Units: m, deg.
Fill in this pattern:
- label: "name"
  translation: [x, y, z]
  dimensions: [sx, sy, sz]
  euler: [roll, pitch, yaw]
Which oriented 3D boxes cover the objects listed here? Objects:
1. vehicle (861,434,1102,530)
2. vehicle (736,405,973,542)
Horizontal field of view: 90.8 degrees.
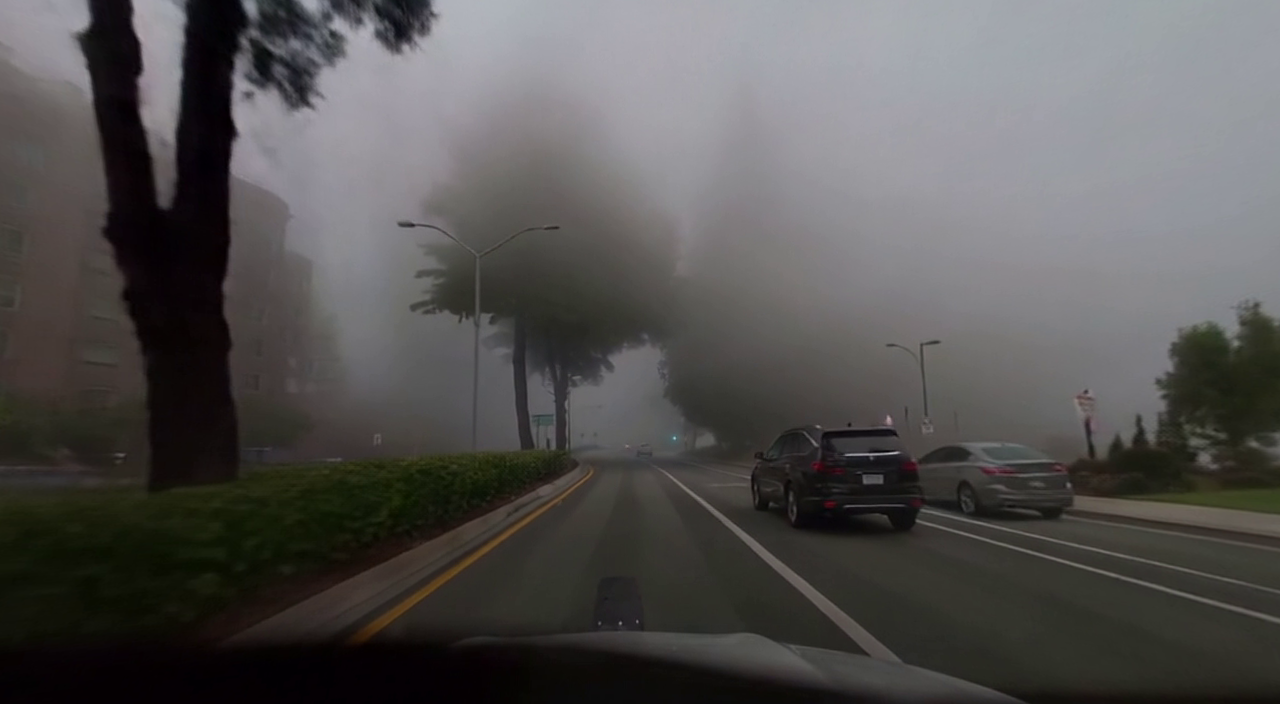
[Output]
- label: "vehicle"
  translation: [6.408, 2.483, 12.798]
  dimensions: [2.088, 1.524, 5.085]
  euler: [0, -9, 1]
- label: "vehicle"
  translation: [3.537, 2.162, 11.884]
  dimensions: [2.505, 1.971, 5.162]
  euler: [0, -9, -1]
